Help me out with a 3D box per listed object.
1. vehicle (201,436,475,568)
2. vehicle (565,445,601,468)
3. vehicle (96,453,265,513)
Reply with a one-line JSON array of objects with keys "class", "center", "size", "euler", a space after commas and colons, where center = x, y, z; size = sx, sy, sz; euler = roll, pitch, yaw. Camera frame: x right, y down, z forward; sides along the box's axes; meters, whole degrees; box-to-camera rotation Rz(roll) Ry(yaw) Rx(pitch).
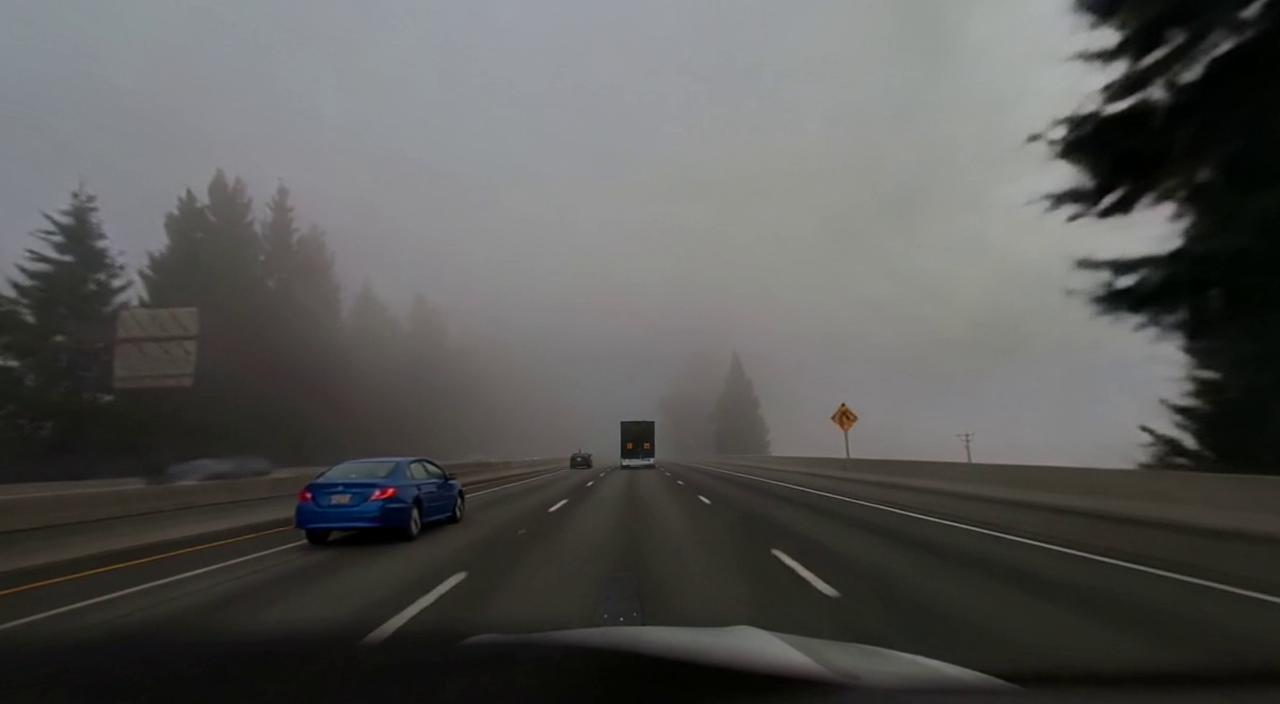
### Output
[{"class": "vehicle", "center": [-4.069, 2.071, 9.552], "size": [1.916, 1.506, 4.476], "euler": [0, -9, 0]}, {"class": "vehicle", "center": [-4.334, 7.971, 48.267], "size": [2.311, 1.655, 4.382], "euler": [0, -9, 0]}, {"class": "vehicle", "center": [-13.688, 3.872, 19.163], "size": [2.001, 1.574, 4.157], "euler": [0, -9, 0]}]
